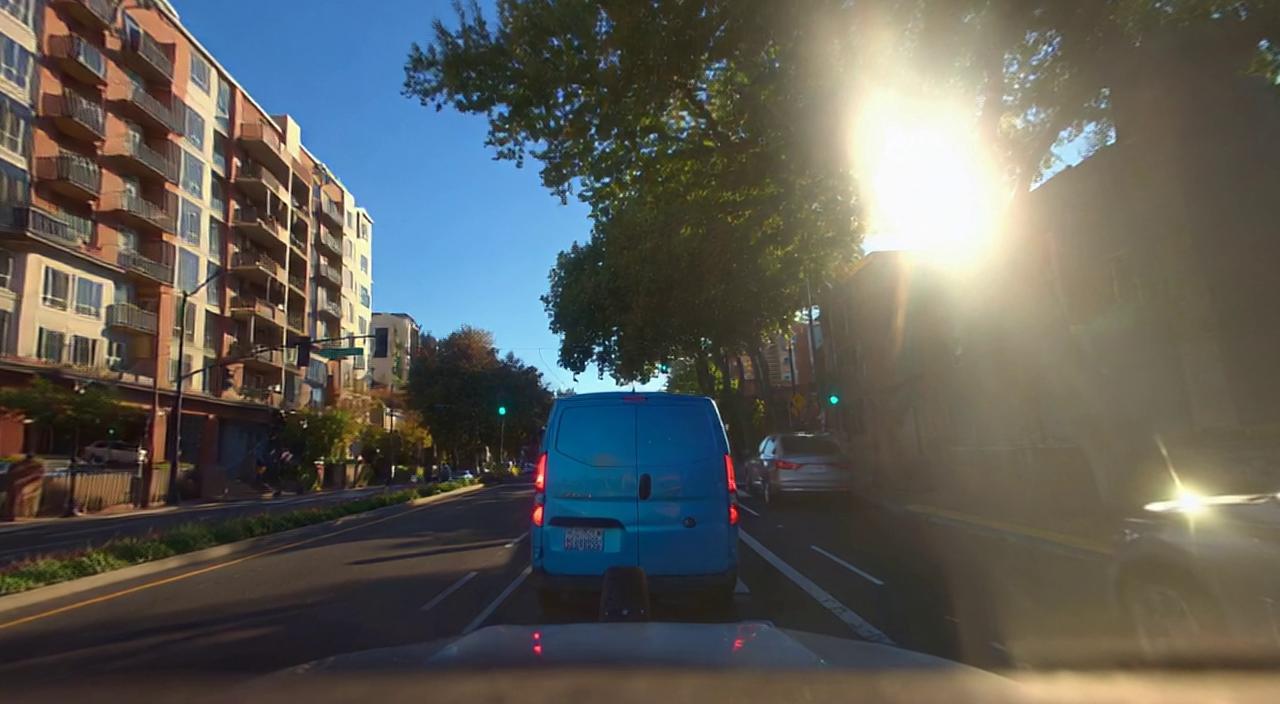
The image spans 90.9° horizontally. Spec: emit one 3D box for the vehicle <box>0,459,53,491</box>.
[{"bbox_3d":[-35.482,6.851,35.189,3.843,1.680,1.782,-1,-9,6],"label":"vehicle"}]

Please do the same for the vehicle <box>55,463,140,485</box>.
[{"bbox_3d":[-38.390,8.635,44.655,4.396,1.458,1.809,-1,-9,2],"label":"vehicle"}]

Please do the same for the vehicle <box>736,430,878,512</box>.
[{"bbox_3d":[3.838,2.837,15.496,2.061,1.676,4.734,0,-9,-2],"label":"vehicle"}]

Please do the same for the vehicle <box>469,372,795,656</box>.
[{"bbox_3d":[-0.039,1.368,6.304,2.101,1.828,4.270,0,-9,0],"label":"vehicle"}]

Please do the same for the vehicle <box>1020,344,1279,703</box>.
[{"bbox_3d":[3.805,0.797,2.373,2.157,1.748,4.130,0,-9,1],"label":"vehicle"}]

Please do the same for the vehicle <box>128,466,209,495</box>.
[{"bbox_3d":[-33.223,9.069,44.528,4.292,1.492,1.772,-6,-14,-1],"label":"vehicle"}]
